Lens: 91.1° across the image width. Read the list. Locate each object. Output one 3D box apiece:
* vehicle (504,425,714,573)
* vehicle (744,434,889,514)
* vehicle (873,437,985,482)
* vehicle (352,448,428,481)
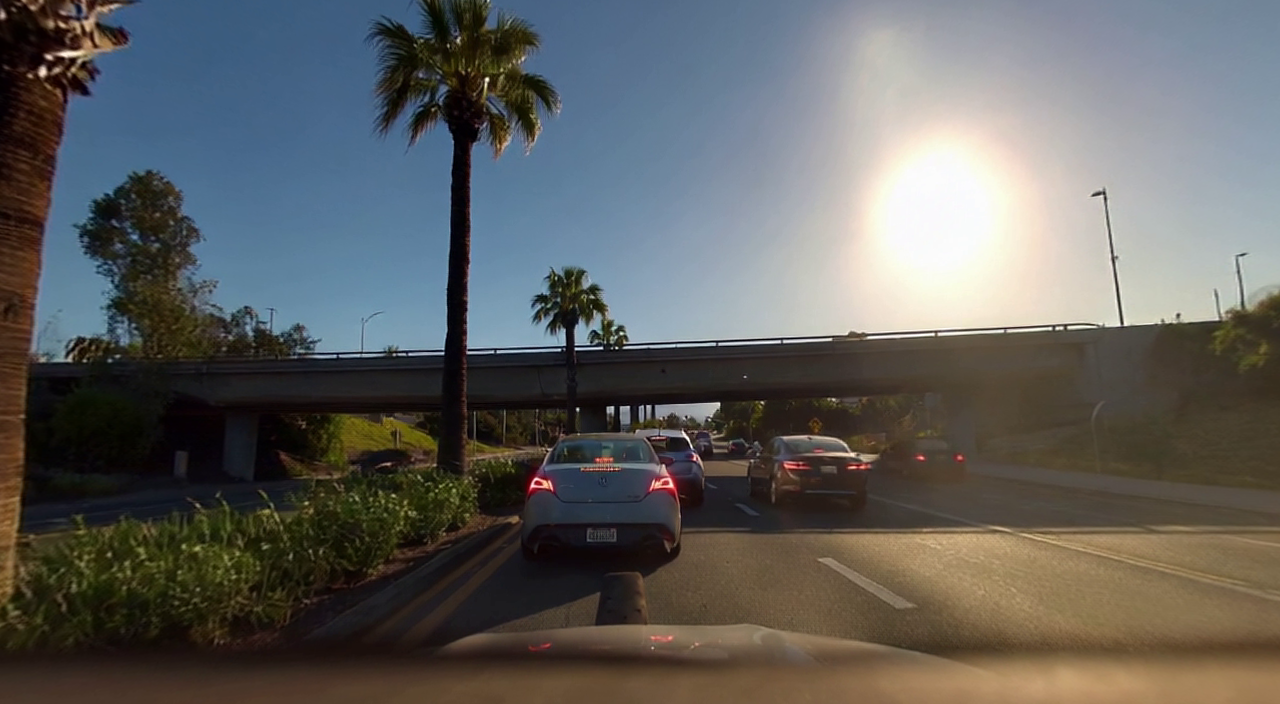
[{"bbox_3d":[-0.251,1.823,8.577,2.172,1.506,4.018,0,-8,2],"label":"vehicle"},{"bbox_3d":[3.776,2.696,14.466,2.034,1.517,4.840,0,-9,1],"label":"vehicle"},{"bbox_3d":[10.478,3.931,23.207,2.100,1.469,4.772,0,-9,3],"label":"vehicle"},{"bbox_3d":[-12.303,5.536,31.256,1.933,1.486,4.449,0,-8,1],"label":"vehicle"}]
